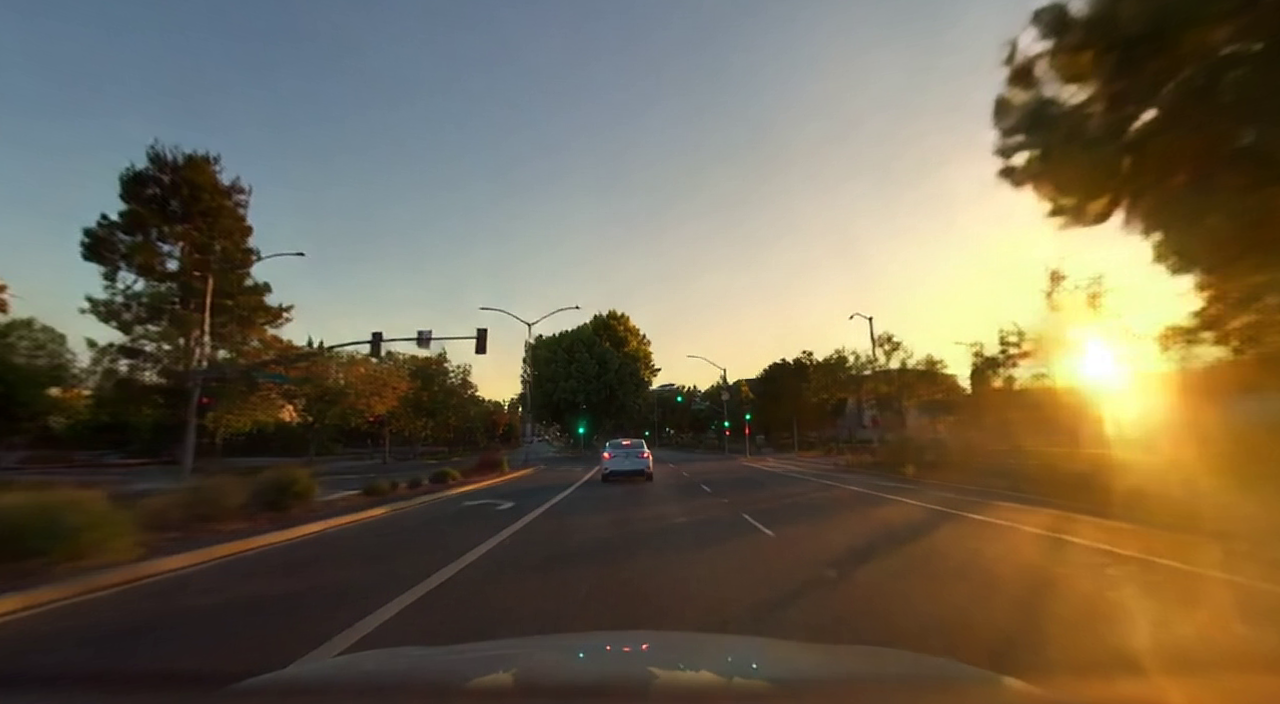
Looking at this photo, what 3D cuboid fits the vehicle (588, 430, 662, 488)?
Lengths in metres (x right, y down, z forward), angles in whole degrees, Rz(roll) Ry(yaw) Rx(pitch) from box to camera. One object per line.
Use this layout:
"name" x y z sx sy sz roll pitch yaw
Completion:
"vehicle" -0.468 3.517 20.983 2.192 1.734 4.176 0 -8 -1
